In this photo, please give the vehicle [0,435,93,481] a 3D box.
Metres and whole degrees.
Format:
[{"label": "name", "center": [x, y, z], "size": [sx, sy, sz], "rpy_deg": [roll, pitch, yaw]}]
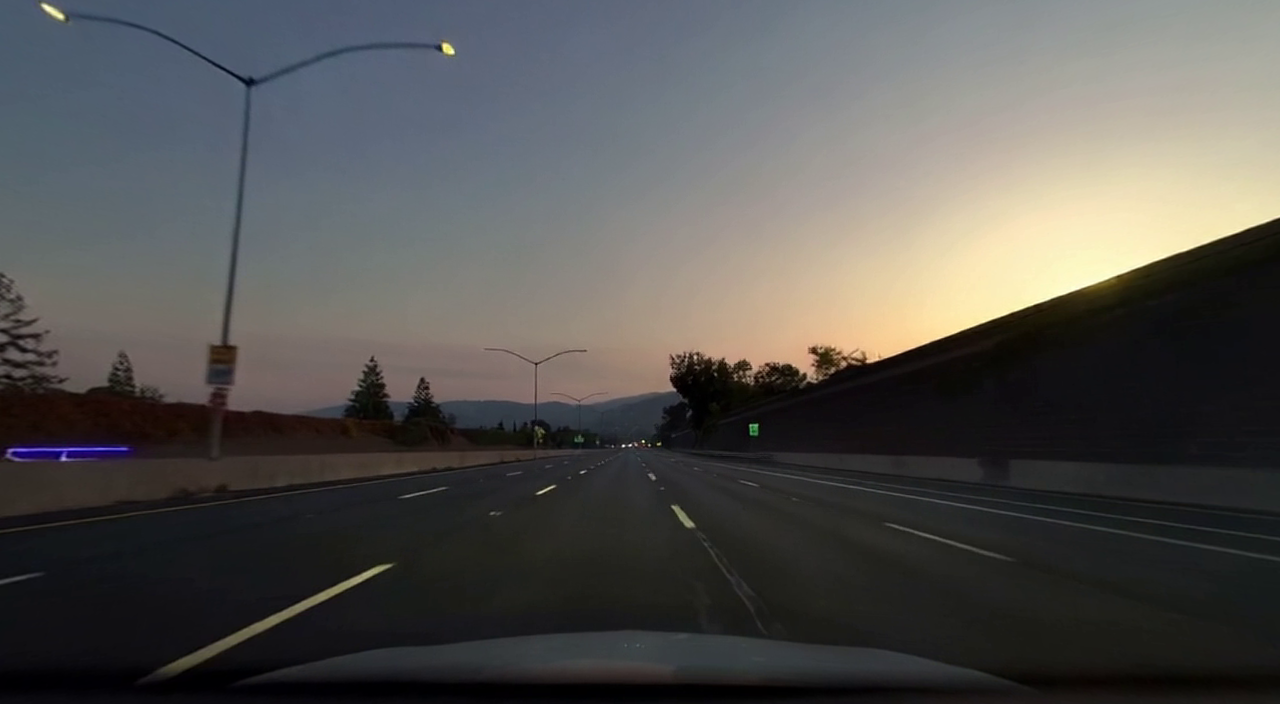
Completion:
[{"label": "vehicle", "center": [-43.687, 7.391, 43.879], "size": [8.140, 3.042, 2.933], "rpy_deg": [0, -9, -1]}]
